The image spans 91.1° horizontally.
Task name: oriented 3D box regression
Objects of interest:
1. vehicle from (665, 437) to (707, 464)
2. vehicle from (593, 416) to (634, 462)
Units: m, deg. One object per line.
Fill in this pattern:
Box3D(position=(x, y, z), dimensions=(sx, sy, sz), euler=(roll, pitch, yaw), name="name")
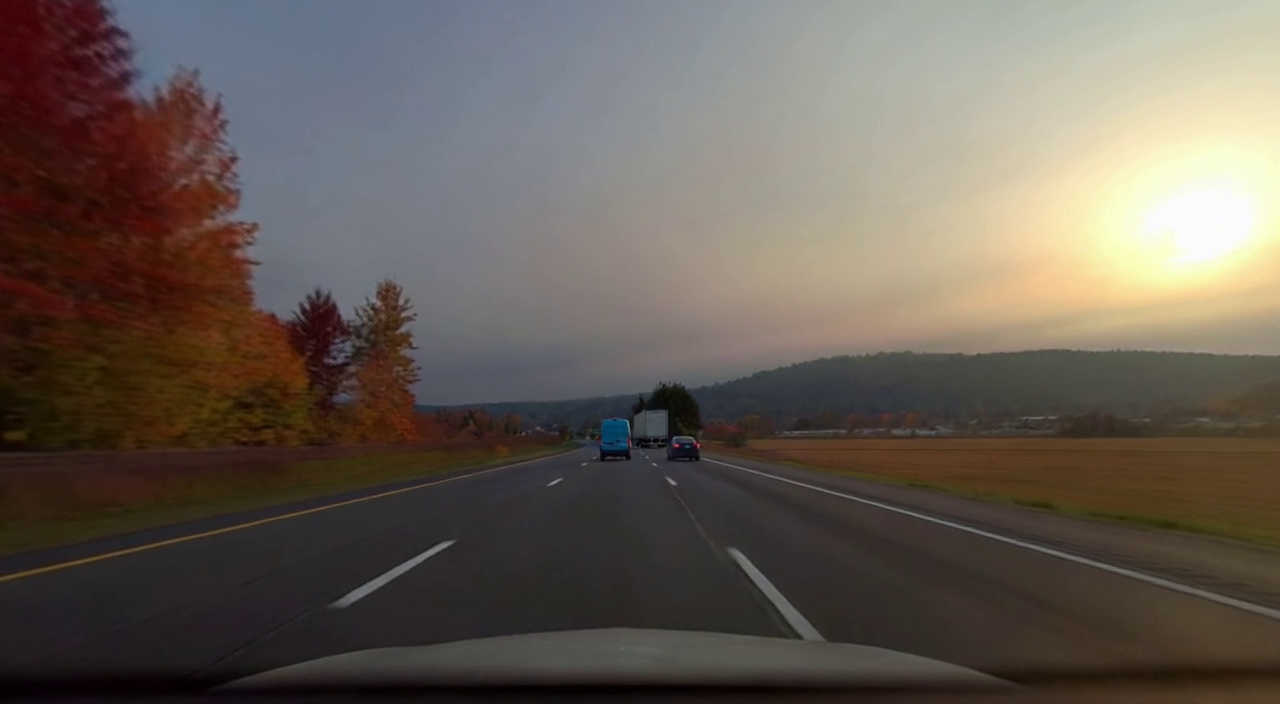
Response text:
Box3D(position=(2.614, 5.740, 36.870), dimensions=(1.962, 1.508, 4.363), euler=(0, -8, -2), name="vehicle")
Box3D(position=(-1.595, 5.477, 39.604), dimensions=(2.389, 2.637, 5.437), euler=(0, -8, 0), name="vehicle")
